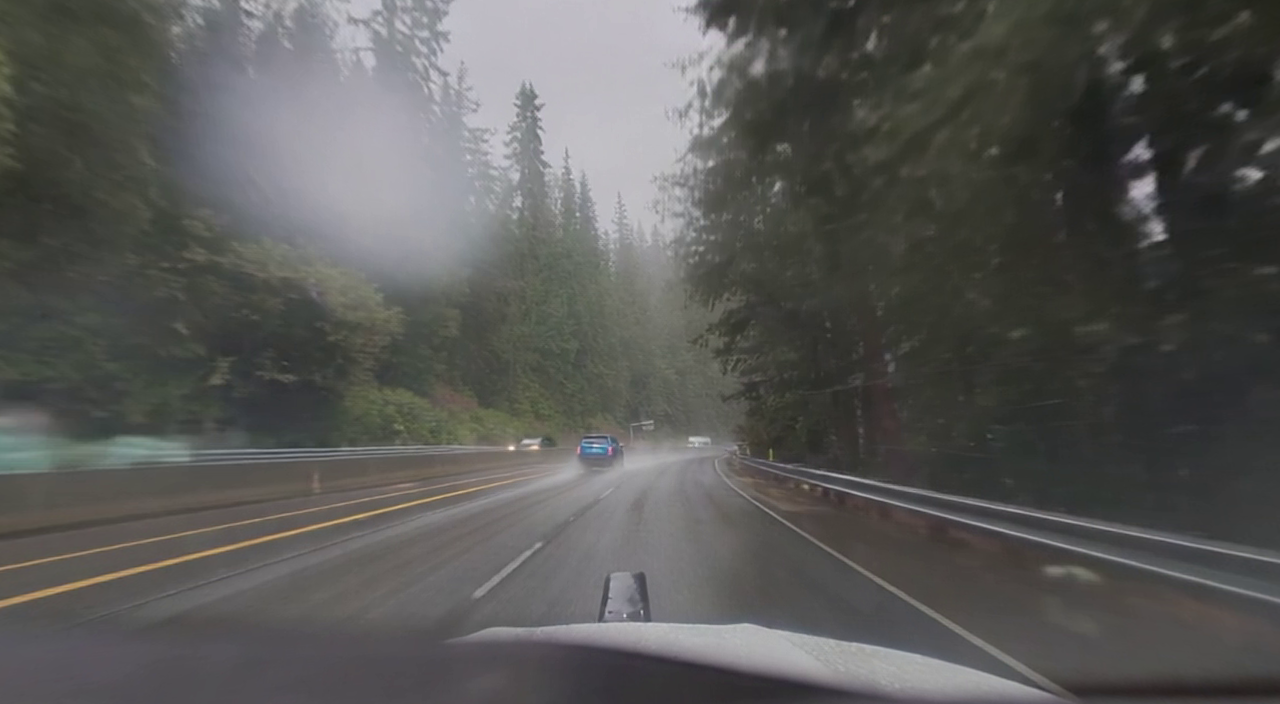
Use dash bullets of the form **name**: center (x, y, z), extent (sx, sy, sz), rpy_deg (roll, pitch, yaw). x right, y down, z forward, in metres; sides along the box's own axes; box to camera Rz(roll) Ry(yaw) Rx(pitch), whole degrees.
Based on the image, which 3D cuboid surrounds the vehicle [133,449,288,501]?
- **vehicle**: center (-15.485, 4.410, 23.167), extent (2.186, 1.629, 4.787), rpy_deg (-1, -8, 3)

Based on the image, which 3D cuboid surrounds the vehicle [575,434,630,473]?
- **vehicle**: center (-1.713, 4.896, 30.585), extent (2.005, 1.752, 4.479), rpy_deg (-1, -8, 5)
